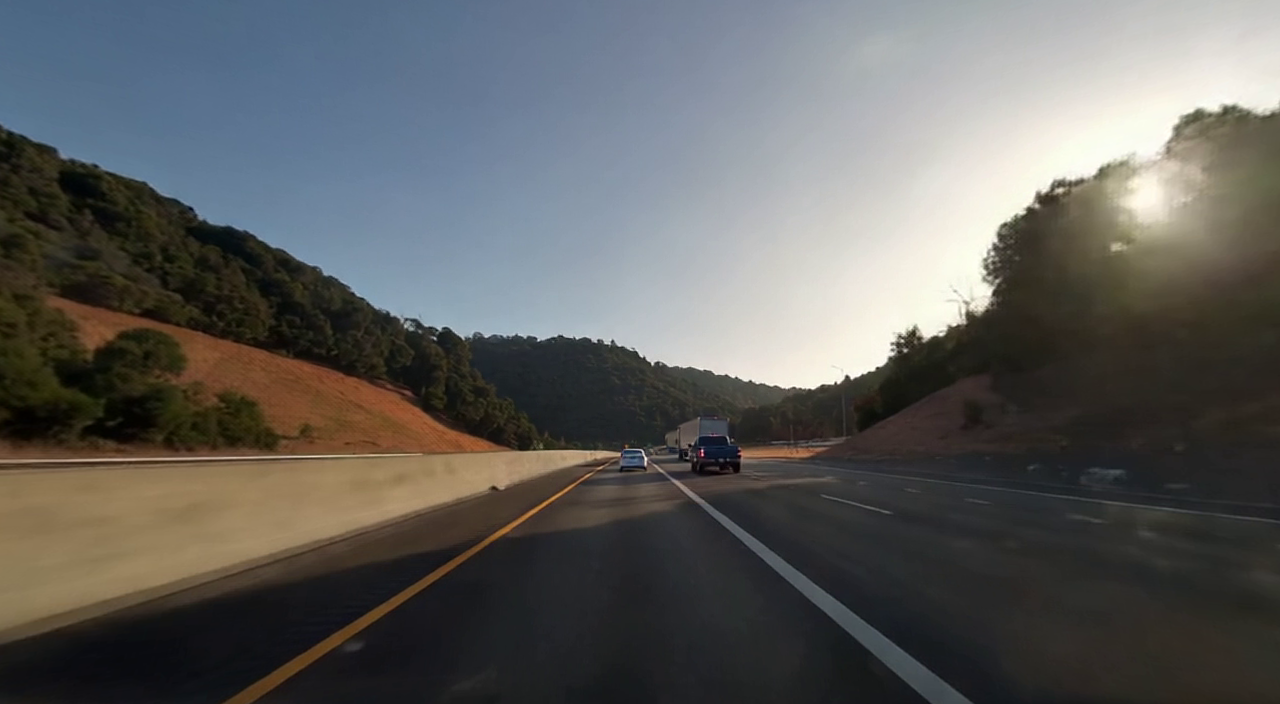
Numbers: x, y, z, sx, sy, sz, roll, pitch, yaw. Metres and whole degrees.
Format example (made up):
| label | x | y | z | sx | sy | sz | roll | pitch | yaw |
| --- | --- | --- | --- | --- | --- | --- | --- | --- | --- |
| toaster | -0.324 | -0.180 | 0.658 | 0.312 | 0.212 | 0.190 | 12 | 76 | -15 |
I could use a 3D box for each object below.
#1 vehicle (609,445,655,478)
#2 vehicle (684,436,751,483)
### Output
| label | x | y | z | sx | sy | sz | roll | pitch | yaw |
| --- | --- | --- | --- | --- | --- | --- | --- | --- | --- |
| vehicle | -0.402 | 5.302 | 30.837 | 2.083 | 1.477 | 3.965 | 0 | -9 | -1 |
| vehicle | 3.161 | 4.491 | 26.719 | 2.098 | 1.794 | 4.561 | 0 | -9 | -2 |
